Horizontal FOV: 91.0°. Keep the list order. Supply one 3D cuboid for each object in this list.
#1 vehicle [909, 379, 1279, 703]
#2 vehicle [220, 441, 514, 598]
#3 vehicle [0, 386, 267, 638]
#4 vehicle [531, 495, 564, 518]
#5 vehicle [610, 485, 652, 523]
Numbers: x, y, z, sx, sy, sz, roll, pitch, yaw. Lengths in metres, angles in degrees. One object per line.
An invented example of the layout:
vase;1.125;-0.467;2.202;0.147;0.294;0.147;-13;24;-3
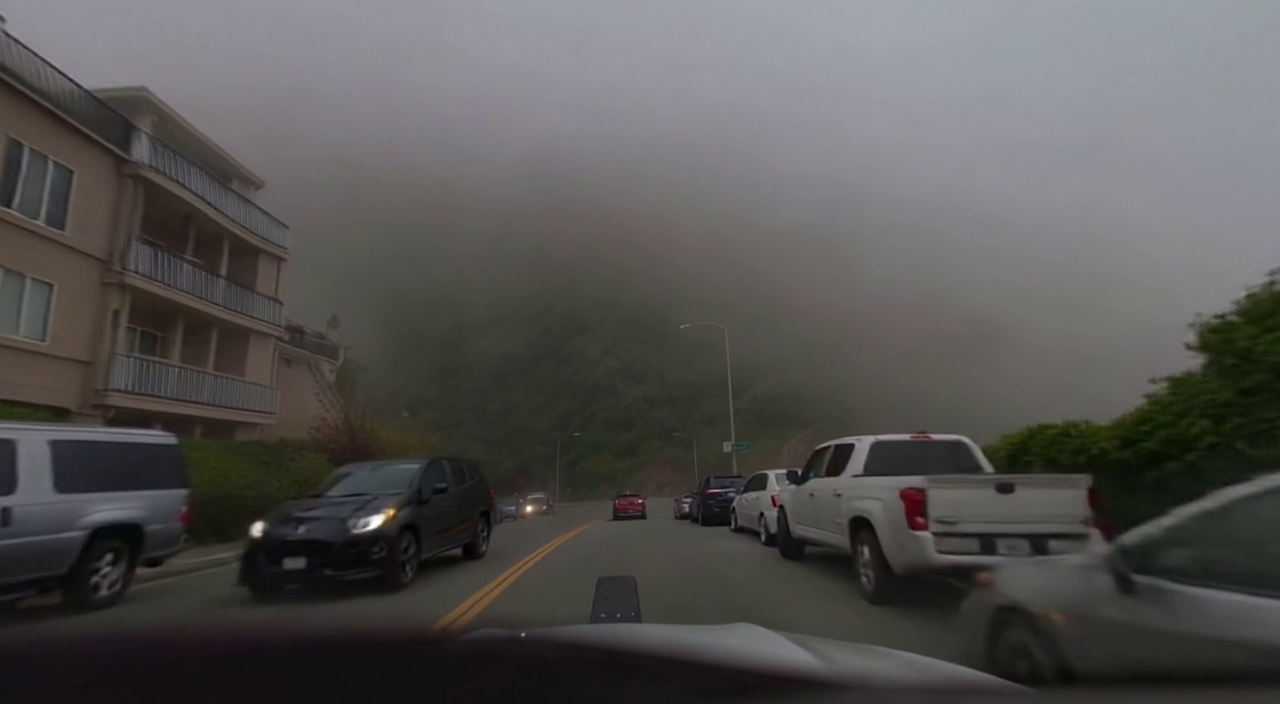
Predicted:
vehicle;2.620;0.776;1.382;1.933;1.465;4.698;0;-8;-1
vehicle;-3.336;2.208;9.000;2.102;1.621;4.627;0;-11;0
vehicle;-6.384;1.358;5.475;2.692;1.949;5.948;0;-11;-1
vehicle;-7.033;11.829;48.291;1.859;1.428;4.465;0;-10;-1
vehicle;-0.536;8.368;34.953;2.201;1.731;3.854;0;-8;-2
